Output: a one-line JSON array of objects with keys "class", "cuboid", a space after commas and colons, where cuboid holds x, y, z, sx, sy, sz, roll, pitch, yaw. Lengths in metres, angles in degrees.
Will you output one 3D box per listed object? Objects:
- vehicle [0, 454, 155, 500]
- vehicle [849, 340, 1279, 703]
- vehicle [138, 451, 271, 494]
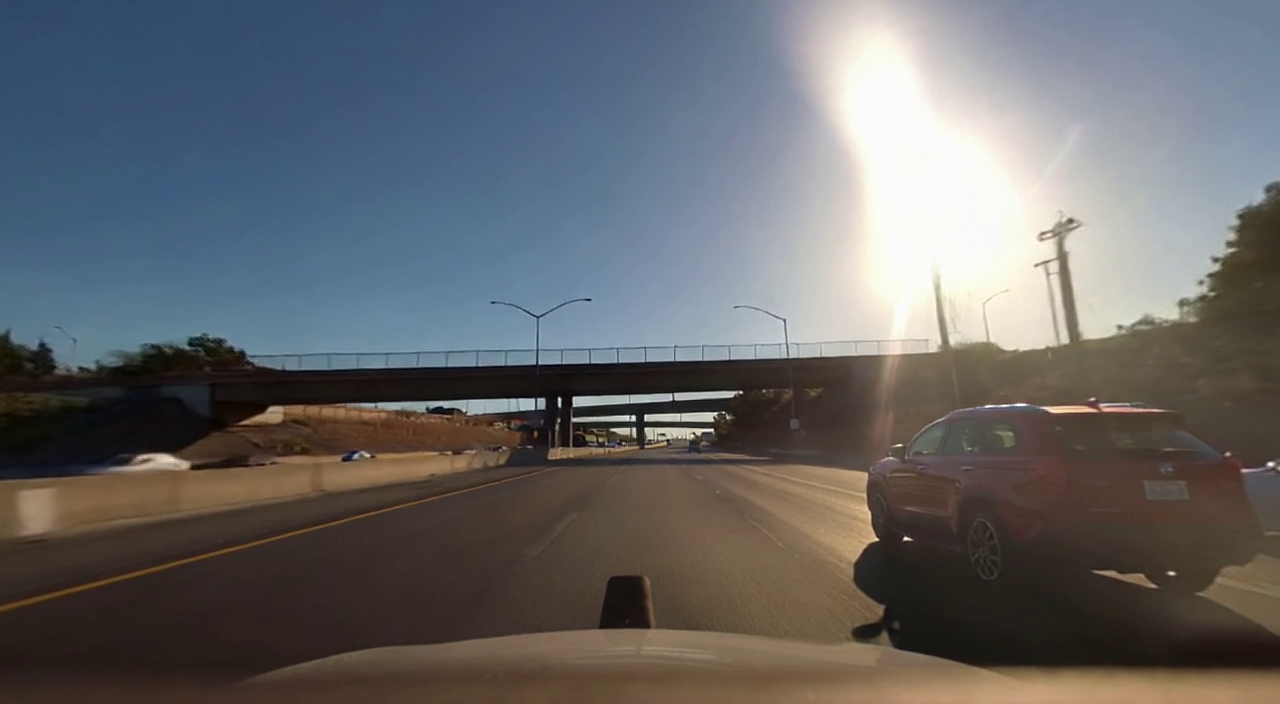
[{"class": "vehicle", "cuboid": [-21.409, 4.674, 24.071, 2.026, 1.514, 4.504, -1, -9, 2]}, {"class": "vehicle", "cuboid": [3.528, 1.134, 5.280, 2.019, 1.732, 4.579, 0, -9, 1]}, {"class": "vehicle", "cuboid": [-17.366, 4.803, 25.484, 2.042, 1.526, 4.548, 0, -9, 2]}]
